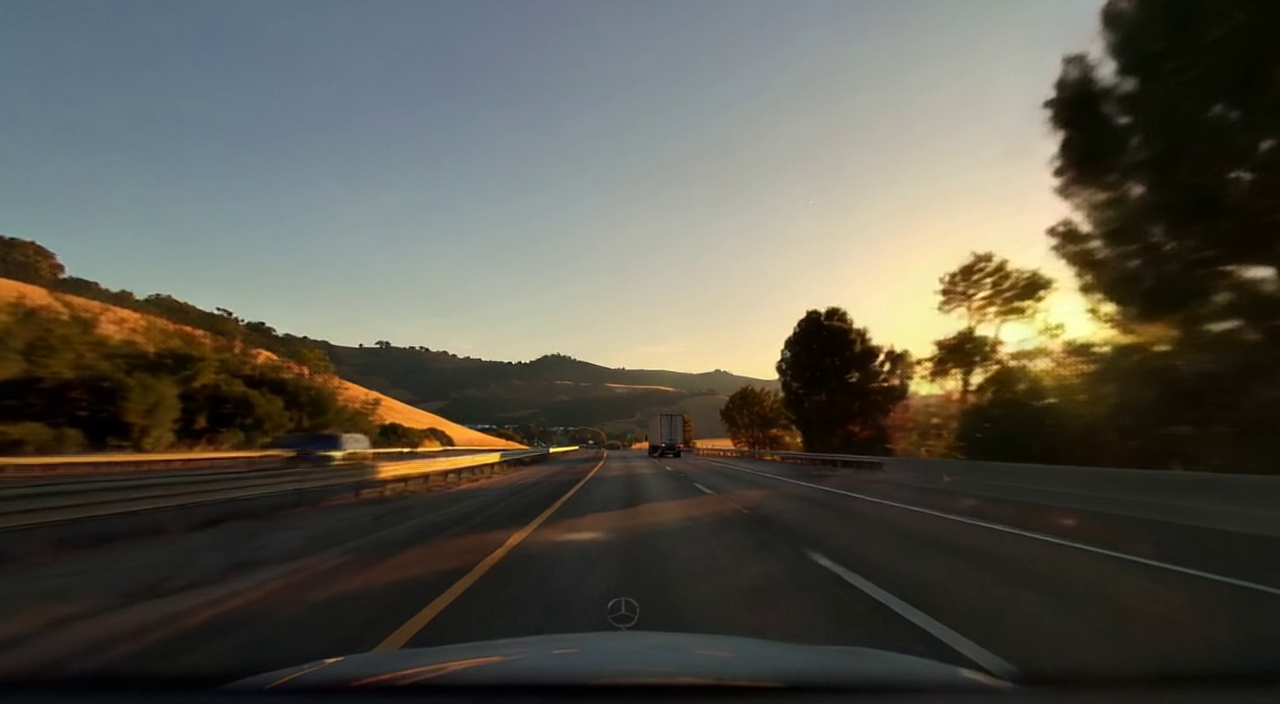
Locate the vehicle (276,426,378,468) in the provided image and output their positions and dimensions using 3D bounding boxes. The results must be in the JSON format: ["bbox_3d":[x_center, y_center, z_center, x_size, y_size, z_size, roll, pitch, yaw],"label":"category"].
[{"bbox_3d":[-12.851,3.978,26.185,1.936,1.578,4.596,0,-9,-1],"label":"vehicle"}]
